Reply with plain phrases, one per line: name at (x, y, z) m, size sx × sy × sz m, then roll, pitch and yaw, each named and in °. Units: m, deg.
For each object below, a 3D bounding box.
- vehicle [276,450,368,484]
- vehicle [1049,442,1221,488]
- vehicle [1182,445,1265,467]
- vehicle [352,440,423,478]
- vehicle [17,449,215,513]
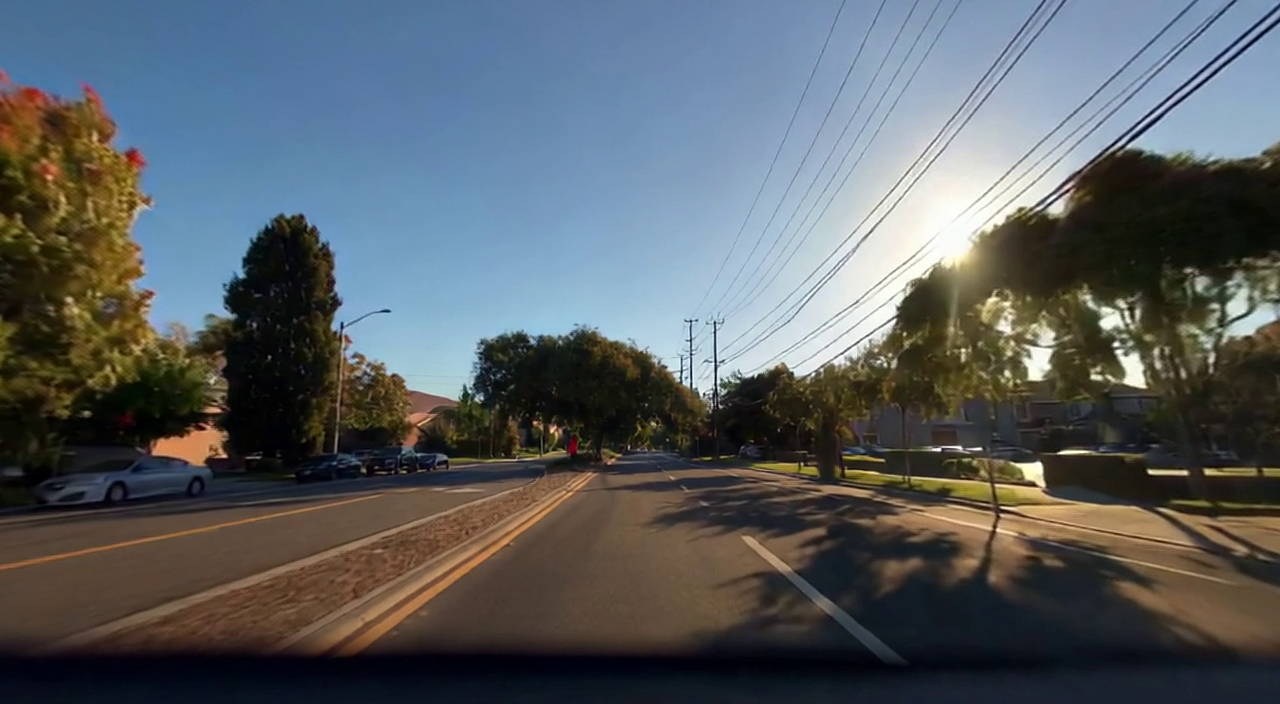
vehicle at (-15.321, 5.545, 30.779) m, size 2.058 × 1.479 × 4.519 m, roll 0°, pitch -8°, yaw 1°
vehicle at (17.850, 4.066, 22.938) m, size 4.567 × 1.535 × 2.156 m, roll 1°, pitch -9°, yaw -6°
vehicle at (40.285, 7.172, 43.718) m, size 1.707 × 1.473 × 3.778 m, roll 2°, pitch -9°, yaw -16°
vehicle at (-15.119, 6.396, 38.139) m, size 2.298 × 1.979 × 4.920 m, roll -3°, pitch -8°, yaw 0°
vehicle at (-15.412, 3.764, 19.026) m, size 2.029 × 1.520 × 4.615 m, roll -4°, pitch -8°, yaw 1°
